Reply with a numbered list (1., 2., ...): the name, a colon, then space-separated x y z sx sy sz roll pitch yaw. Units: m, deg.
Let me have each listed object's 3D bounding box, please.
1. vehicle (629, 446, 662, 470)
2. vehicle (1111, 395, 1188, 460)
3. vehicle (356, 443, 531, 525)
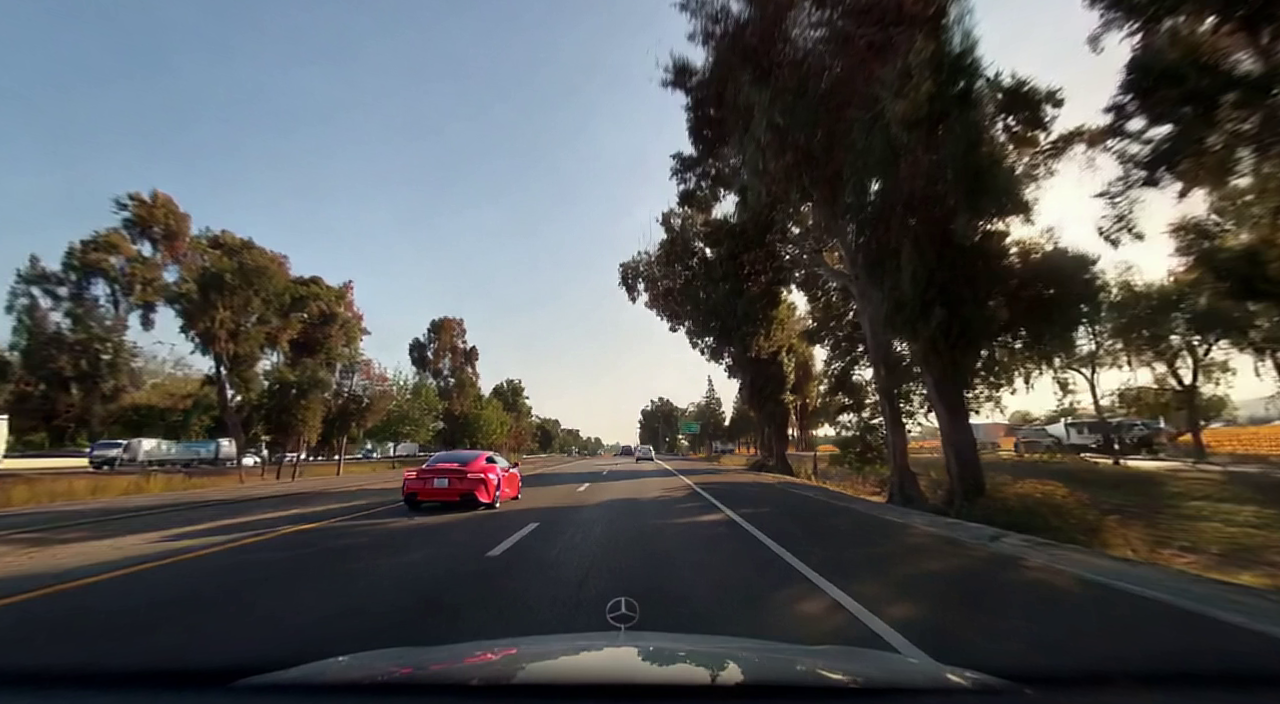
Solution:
1. vehicle: 0.320 6.838 40.942 2.079 1.450 3.942 0 -9 0
2. vehicle: 38.320 5.782 47.223 11.007 4.362 2.851 8 -12 -44
3. vehicle: -3.905 2.698 13.574 2.170 1.451 4.584 0 -9 2
